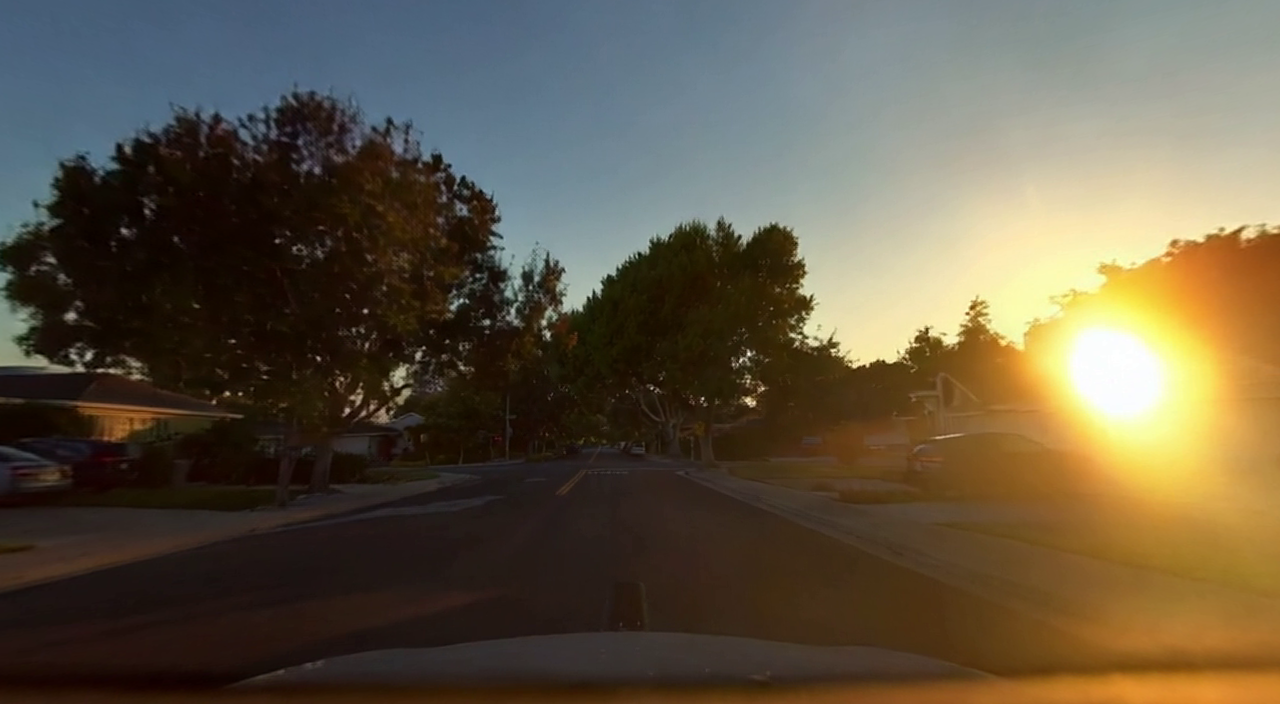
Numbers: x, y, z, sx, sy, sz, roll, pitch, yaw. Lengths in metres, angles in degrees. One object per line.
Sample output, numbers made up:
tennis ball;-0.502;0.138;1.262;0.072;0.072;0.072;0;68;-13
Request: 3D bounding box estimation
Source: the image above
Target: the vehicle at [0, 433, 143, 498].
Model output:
vehicle;-18.554;3.427;19.271;5.187;1.792;2.210;-2;-9;9
